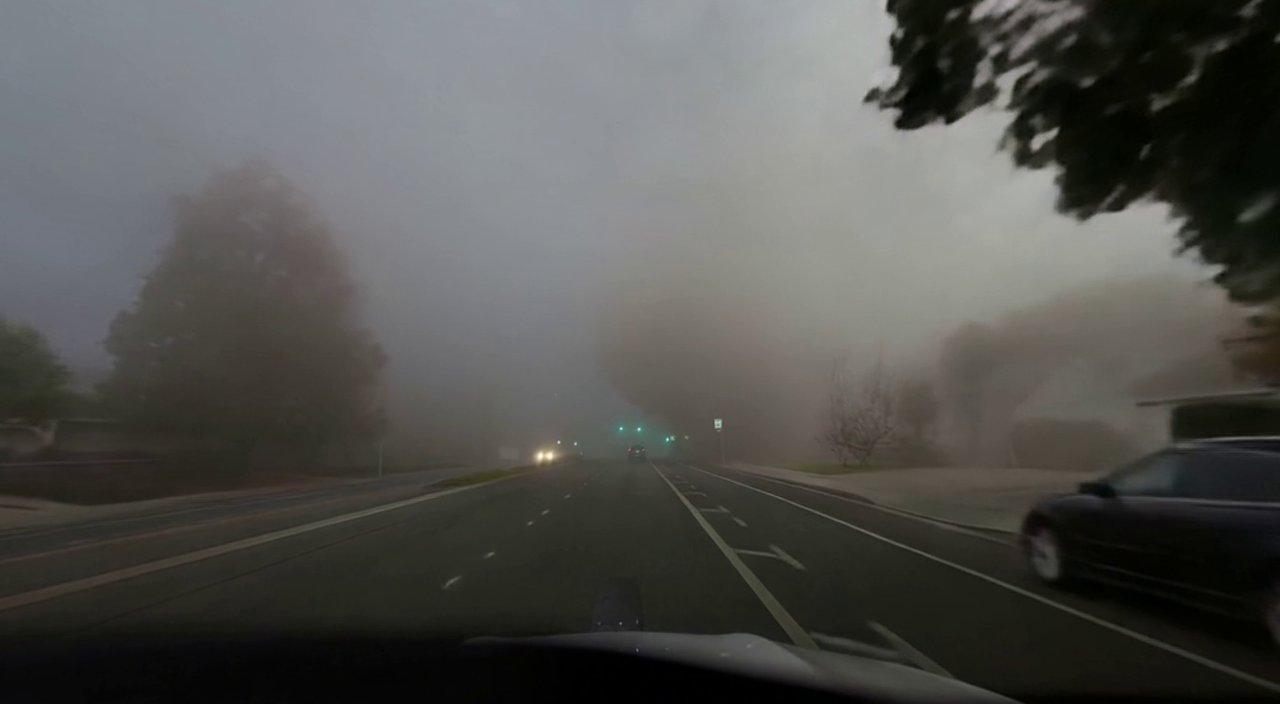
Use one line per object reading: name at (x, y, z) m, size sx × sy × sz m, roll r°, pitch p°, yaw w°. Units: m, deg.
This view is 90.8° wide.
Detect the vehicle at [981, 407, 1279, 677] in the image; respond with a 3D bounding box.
vehicle at (4.884, 1.297, 4.768) m, size 1.967 × 1.631 × 4.692 m, roll 0°, pitch -9°, yaw 0°
